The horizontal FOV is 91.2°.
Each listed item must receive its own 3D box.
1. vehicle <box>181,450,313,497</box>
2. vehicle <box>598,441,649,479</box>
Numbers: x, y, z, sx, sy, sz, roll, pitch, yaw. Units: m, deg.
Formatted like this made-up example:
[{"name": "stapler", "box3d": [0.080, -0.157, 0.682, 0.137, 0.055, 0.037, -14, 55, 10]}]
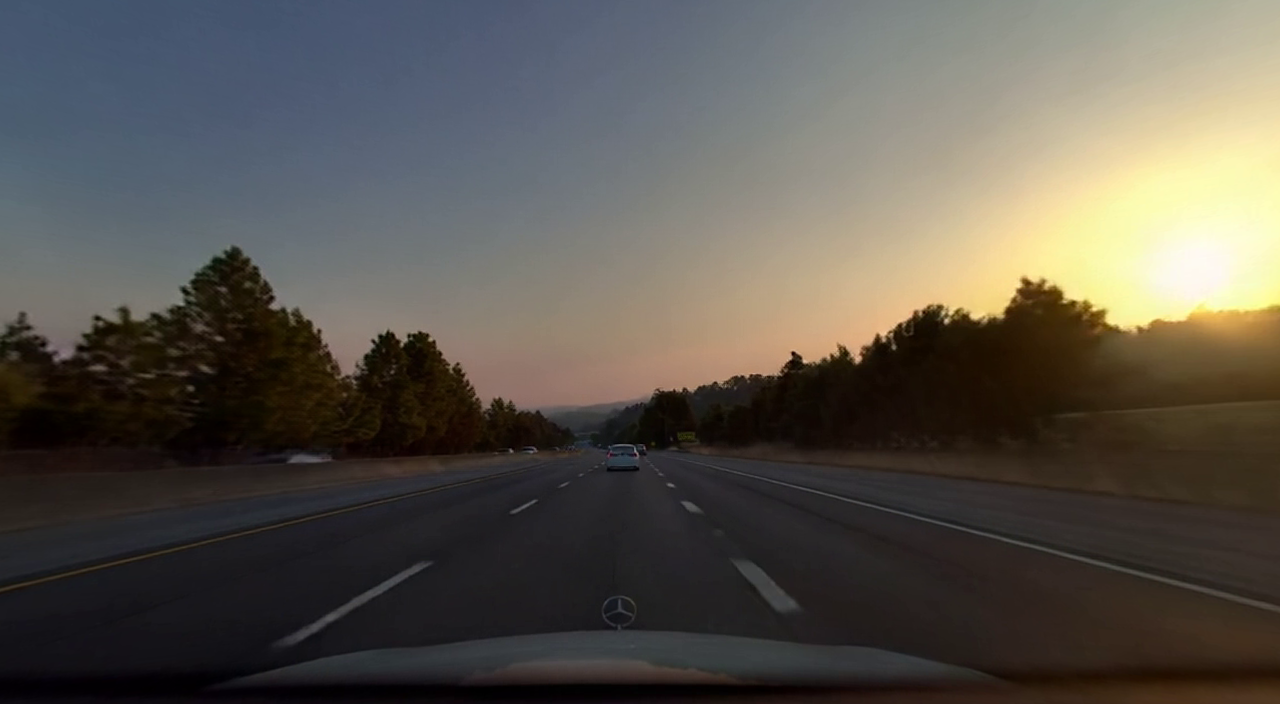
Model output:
[{"name": "vehicle", "box3d": [-13.651, 4.208, 22.149, 1.882, 1.474, 4.369, 0, -9, -1]}, {"name": "vehicle", "box3d": [-0.721, 4.755, 27.813, 2.095, 1.537, 4.017, 0, -9, -1]}]
